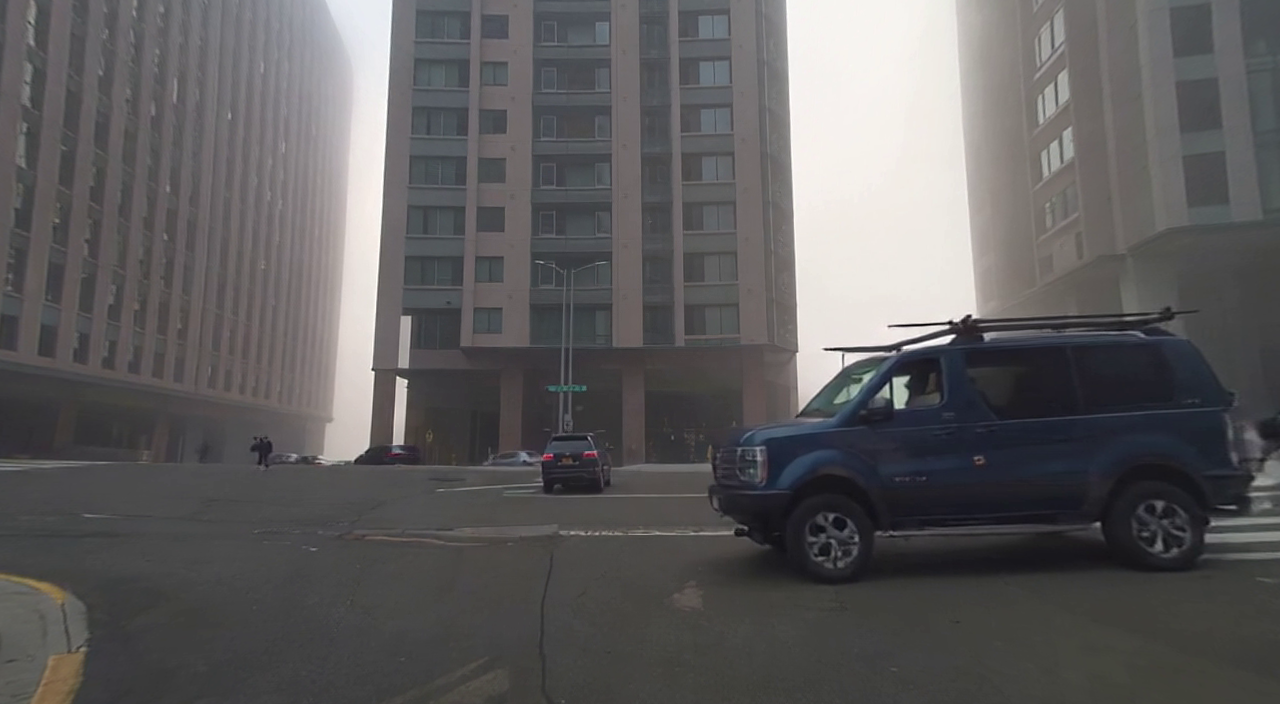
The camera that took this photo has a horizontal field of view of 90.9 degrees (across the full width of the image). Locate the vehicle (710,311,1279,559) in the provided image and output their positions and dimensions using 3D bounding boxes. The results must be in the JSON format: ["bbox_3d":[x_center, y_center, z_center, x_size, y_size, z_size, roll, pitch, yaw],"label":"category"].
[{"bbox_3d":[4.532,1.092,8.361,6.932,2.753,2.446,0,-8,2],"label":"vehicle"}]

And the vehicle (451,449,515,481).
[{"bbox_3d":[-7.892,5.707,32.182,2.164,1.494,4.235,0,-8,0],"label":"vehicle"}]

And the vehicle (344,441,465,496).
[{"bbox_3d":[-8.162,4.074,22.438,2.395,1.719,4.549,0,-8,2],"label":"vehicle"}]

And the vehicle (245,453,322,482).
[{"bbox_3d":[-19.432,6.293,34.510,3.467,1.456,1.649,4,-9,-24],"label":"vehicle"}]

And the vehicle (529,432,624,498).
[{"bbox_3d":[-1.748,3.324,18.879,2.144,1.733,4.115,-1,-8,4],"label":"vehicle"}]
